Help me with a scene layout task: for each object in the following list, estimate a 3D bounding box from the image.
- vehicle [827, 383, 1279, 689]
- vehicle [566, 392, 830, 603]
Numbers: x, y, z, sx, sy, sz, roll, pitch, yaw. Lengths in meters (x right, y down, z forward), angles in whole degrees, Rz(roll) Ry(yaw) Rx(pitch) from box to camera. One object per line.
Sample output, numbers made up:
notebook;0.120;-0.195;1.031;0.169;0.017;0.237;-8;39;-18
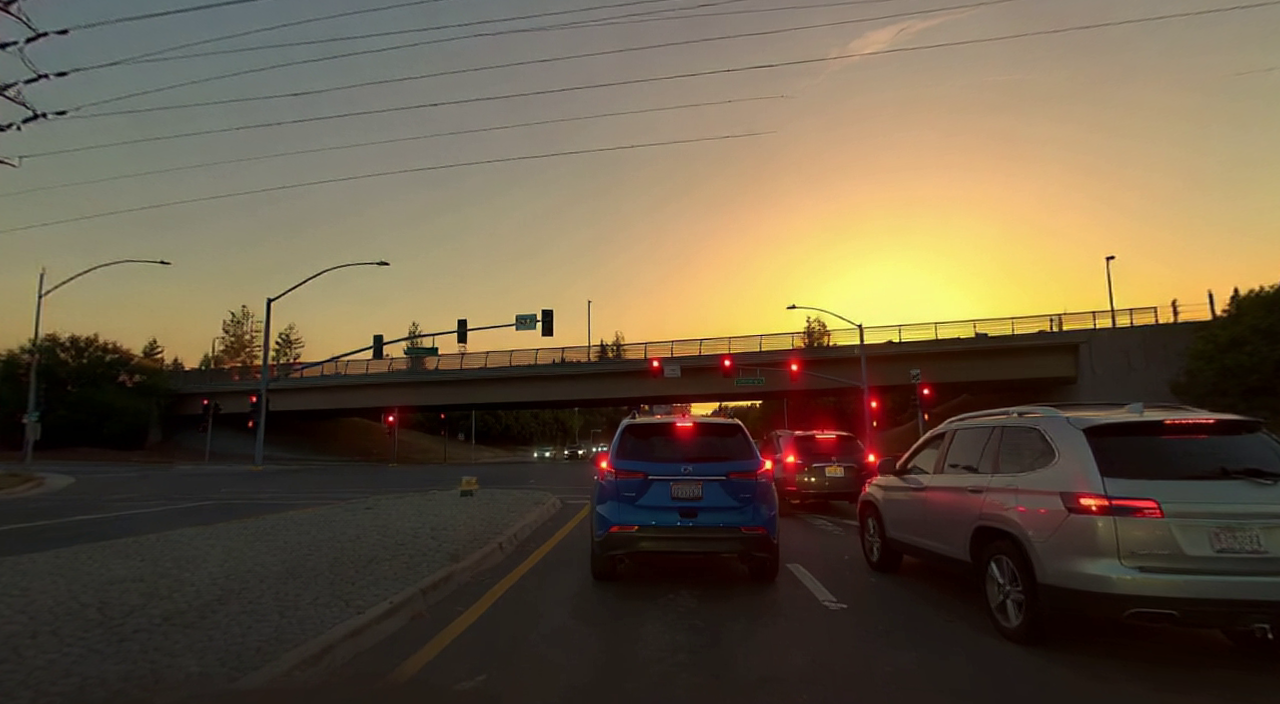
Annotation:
vehicle;3.409;1.336;5.804;1.990;1.649;4.625;0;-8;0
vehicle;0.444;1.555;7.615;2.240;1.778;4.335;0;-8;-1
